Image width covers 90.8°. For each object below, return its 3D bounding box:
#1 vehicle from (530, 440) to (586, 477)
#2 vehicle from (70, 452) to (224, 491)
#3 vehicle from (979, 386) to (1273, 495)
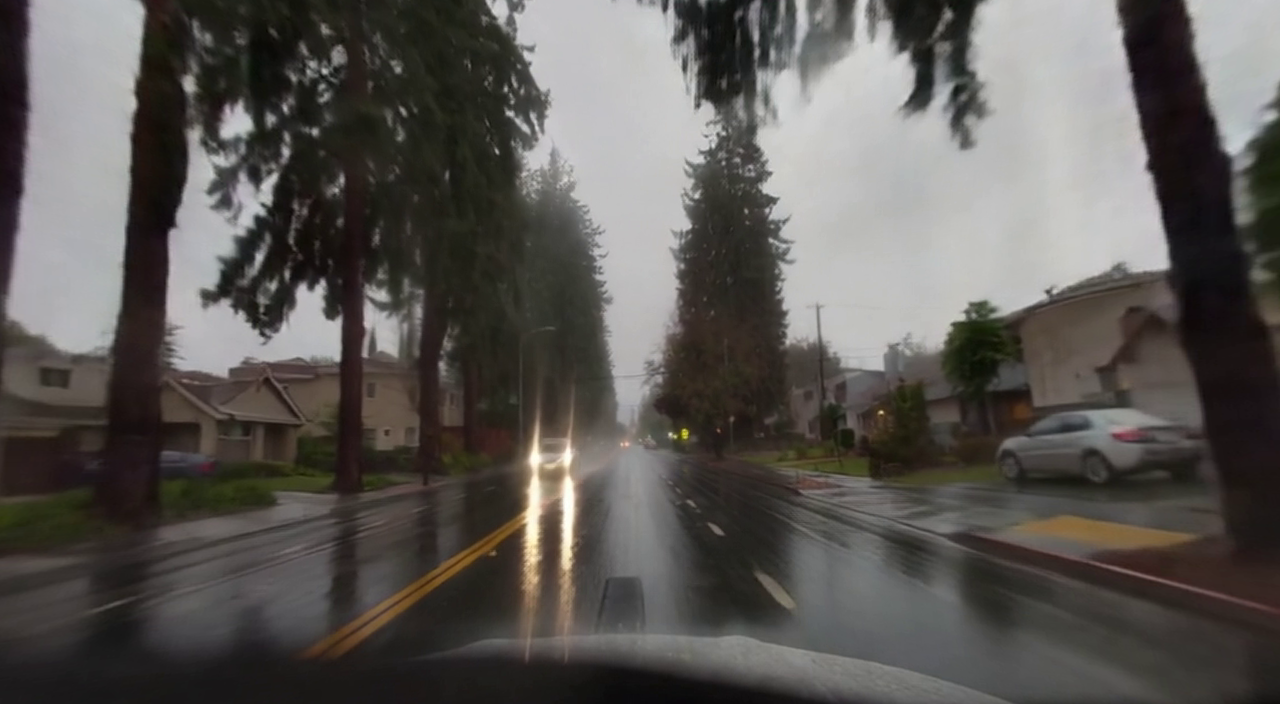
[{"bbox_3d":[-4.011,5.293,31.645,2.208,1.663,4.326,-1,-8,0],"label":"vehicle"},{"bbox_3d":[-19.579,4.746,25.251,4.459,1.432,1.979,0,-8,-1],"label":"vehicle"},{"bbox_3d":[10.714,2.077,14.817,2.305,2.042,5.711,0,-8,0],"label":"vehicle"}]
